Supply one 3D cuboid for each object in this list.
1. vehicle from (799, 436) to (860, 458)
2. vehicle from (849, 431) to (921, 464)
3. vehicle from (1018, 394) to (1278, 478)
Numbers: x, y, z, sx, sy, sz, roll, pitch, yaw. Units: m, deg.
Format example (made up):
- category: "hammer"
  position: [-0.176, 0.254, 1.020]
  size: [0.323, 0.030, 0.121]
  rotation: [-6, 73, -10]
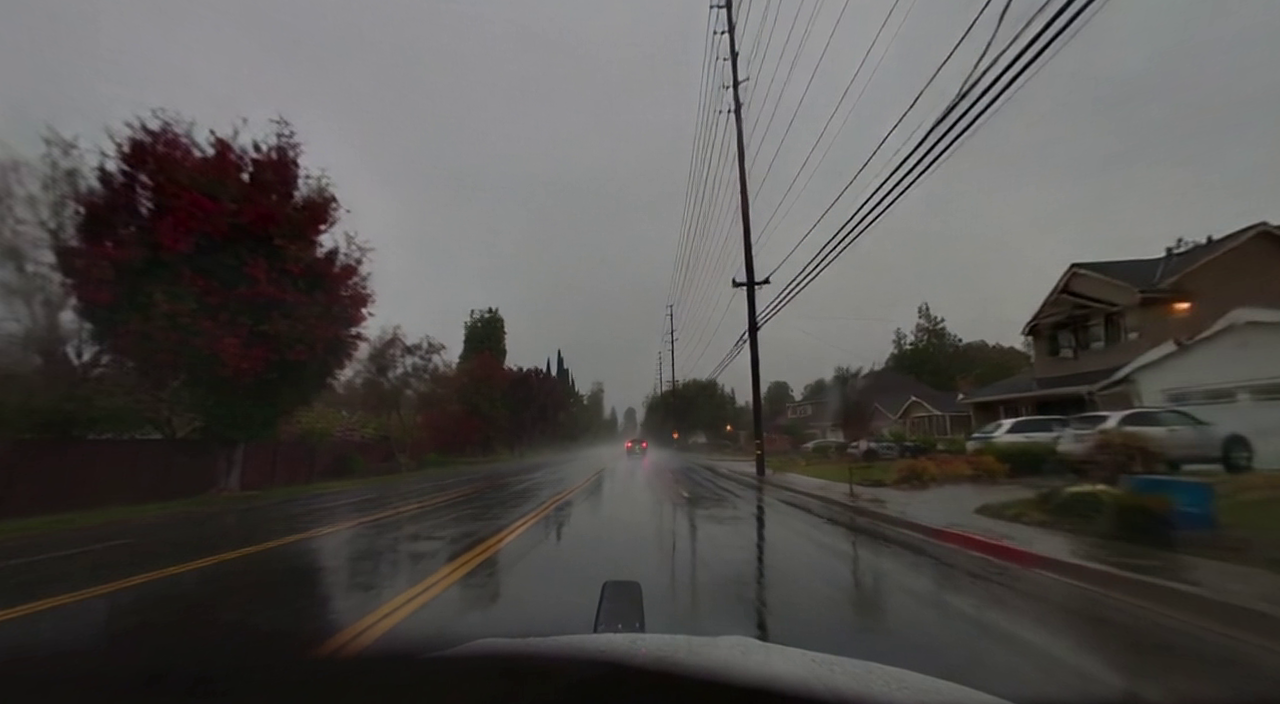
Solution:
- category: "vehicle"
  position: [14.174, 7.111, 47.215]
  size: [3.855, 1.548, 1.937]
  rotation: [0, -8, -8]
- category: "vehicle"
  position: [12.203, 4.782, 31.643]
  size: [1.846, 1.523, 4.492]
  rotation: [0, -8, 1]
- category: "vehicle"
  position: [13.031, 2.205, 16.452]
  size: [4.905, 2.056, 2.058]
  rotation: [0, -9, 0]
